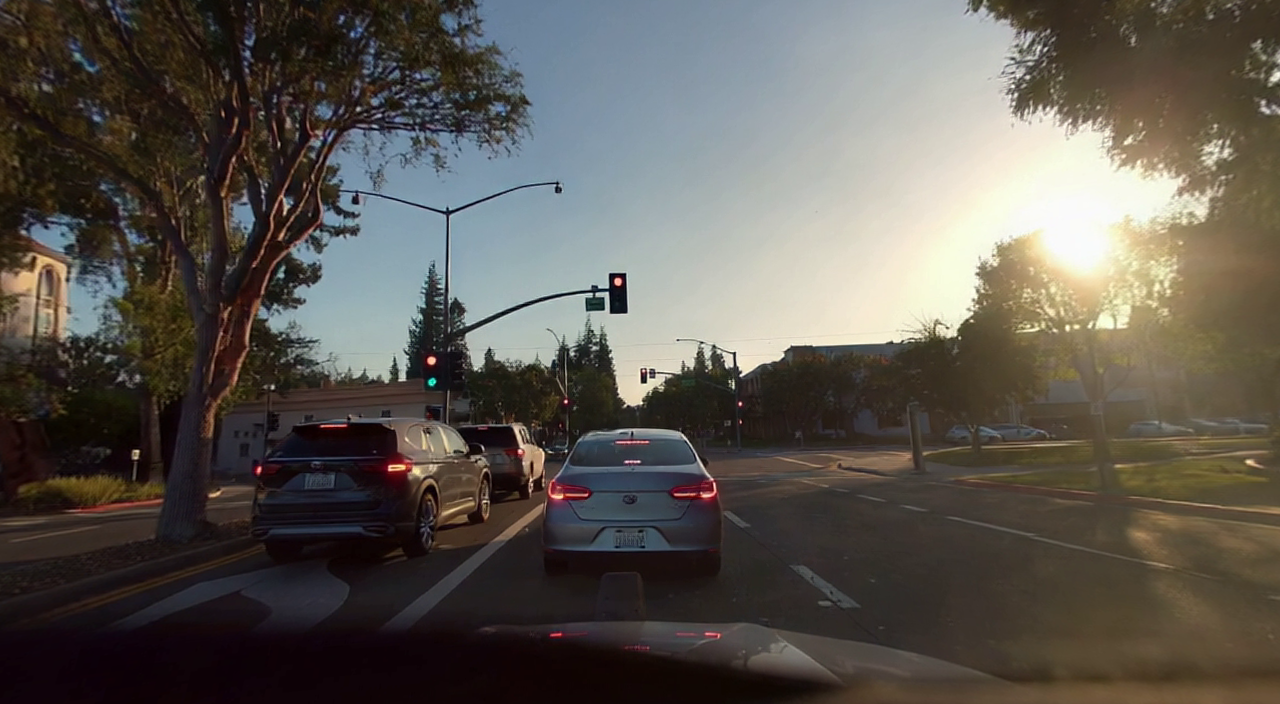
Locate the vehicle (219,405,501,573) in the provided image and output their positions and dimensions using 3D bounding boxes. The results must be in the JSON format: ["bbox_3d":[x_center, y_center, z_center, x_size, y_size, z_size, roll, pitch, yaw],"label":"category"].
[{"bbox_3d":[-3.413,1.754,8.822,2.046,1.751,4.208,0,-8,-1],"label":"vehicle"}]

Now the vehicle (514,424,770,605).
[{"bbox_3d":[-0.039,1.646,7.310,2.126,1.475,3.967,0,-8,-2],"label":"vehicle"}]
